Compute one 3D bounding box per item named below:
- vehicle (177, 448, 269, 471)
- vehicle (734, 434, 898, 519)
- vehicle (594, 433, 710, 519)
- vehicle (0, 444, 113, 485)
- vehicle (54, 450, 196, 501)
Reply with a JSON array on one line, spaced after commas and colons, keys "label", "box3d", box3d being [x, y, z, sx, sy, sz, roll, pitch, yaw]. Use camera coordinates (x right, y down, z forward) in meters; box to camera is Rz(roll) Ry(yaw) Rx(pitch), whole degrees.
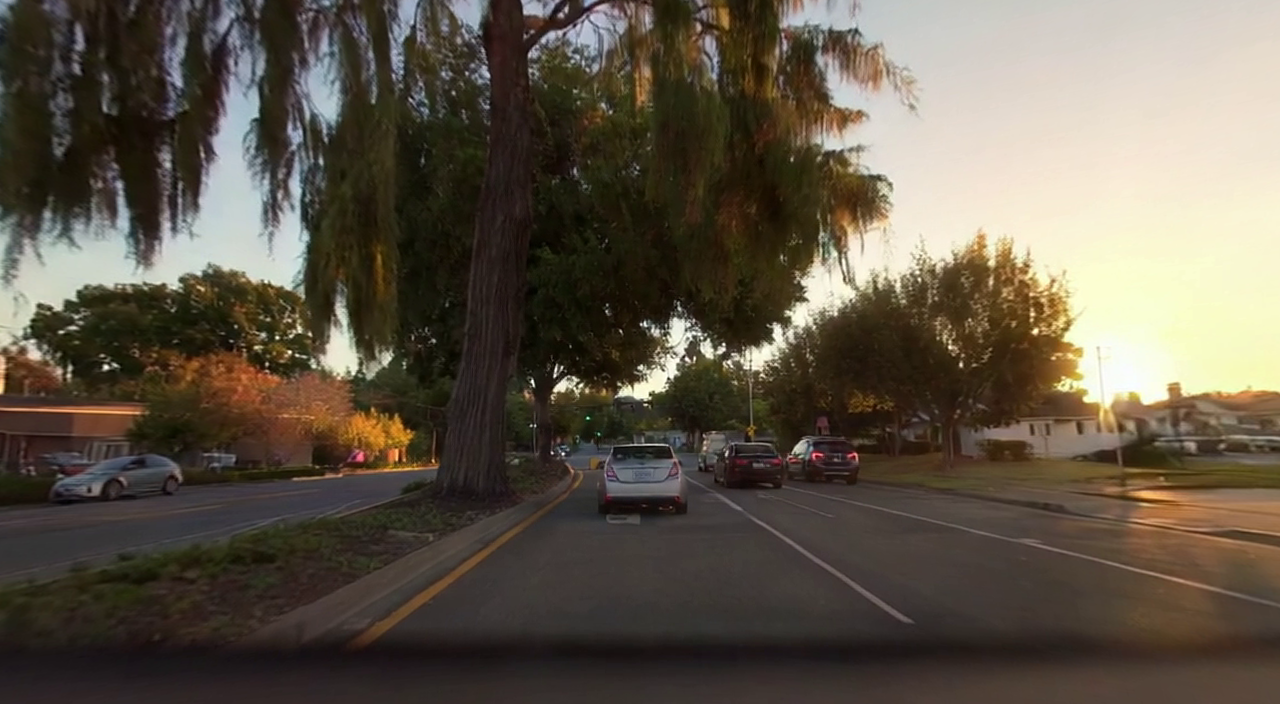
[{"label": "vehicle", "box3d": [-28.023, 7.217, 42.581, 4.736, 1.491, 2.042, 0, -8, -2]}, {"label": "vehicle", "box3d": [3.435, 2.532, 13.459, 2.124, 1.476, 4.730, 0, -9, 0]}, {"label": "vehicle", "box3d": [0.213, 2.469, 13.063, 2.052, 1.488, 3.779, 0, -9, 0]}, {"label": "vehicle", "box3d": [-27.454, 5.151, 29.056, 4.494, 1.792, 2.037, 0, -8, 0]}, {"label": "vehicle", "box3d": [-19.114, 4.548, 23.721, 1.903, 1.706, 3.994, 0, -9, 0]}]
